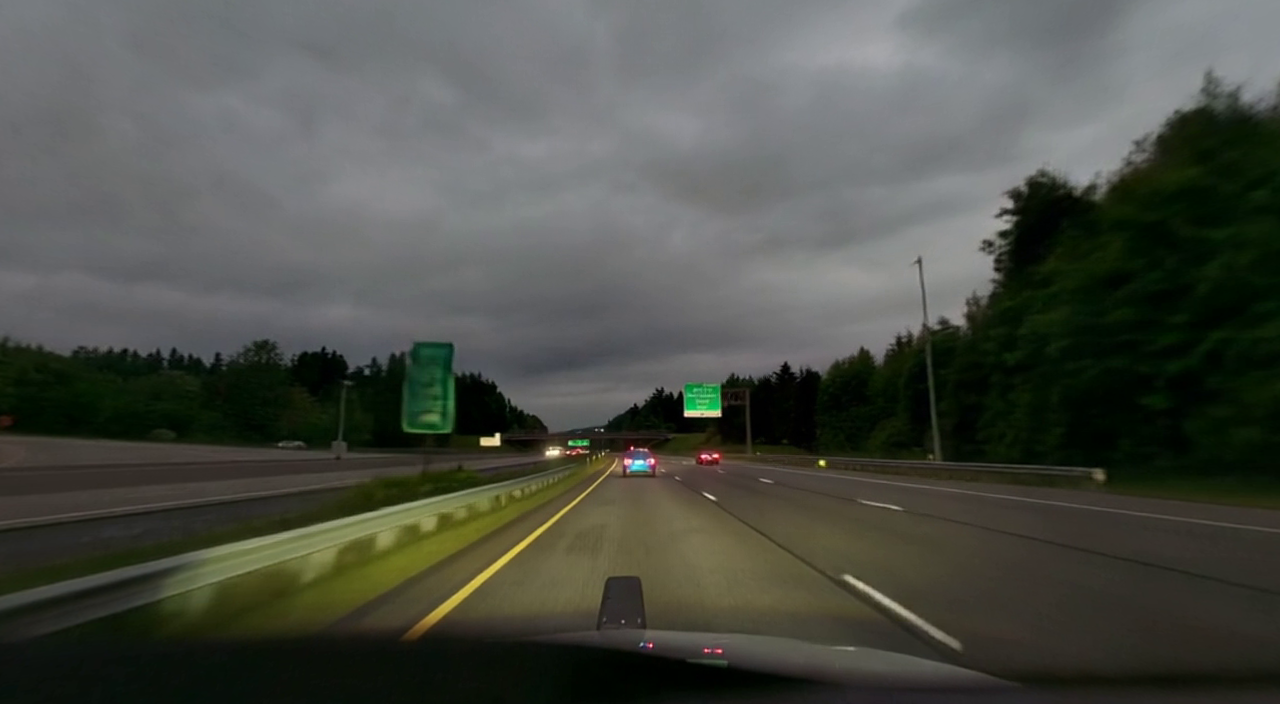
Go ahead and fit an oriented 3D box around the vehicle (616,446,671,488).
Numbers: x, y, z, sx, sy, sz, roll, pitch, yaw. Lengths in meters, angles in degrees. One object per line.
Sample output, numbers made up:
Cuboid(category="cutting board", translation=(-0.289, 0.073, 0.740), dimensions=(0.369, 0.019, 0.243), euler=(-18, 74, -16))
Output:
Cuboid(category="vehicle", translation=(0.089, 4.602, 25.581), dimensions=(2.069, 1.523, 4.012), euler=(0, -9, -1))
